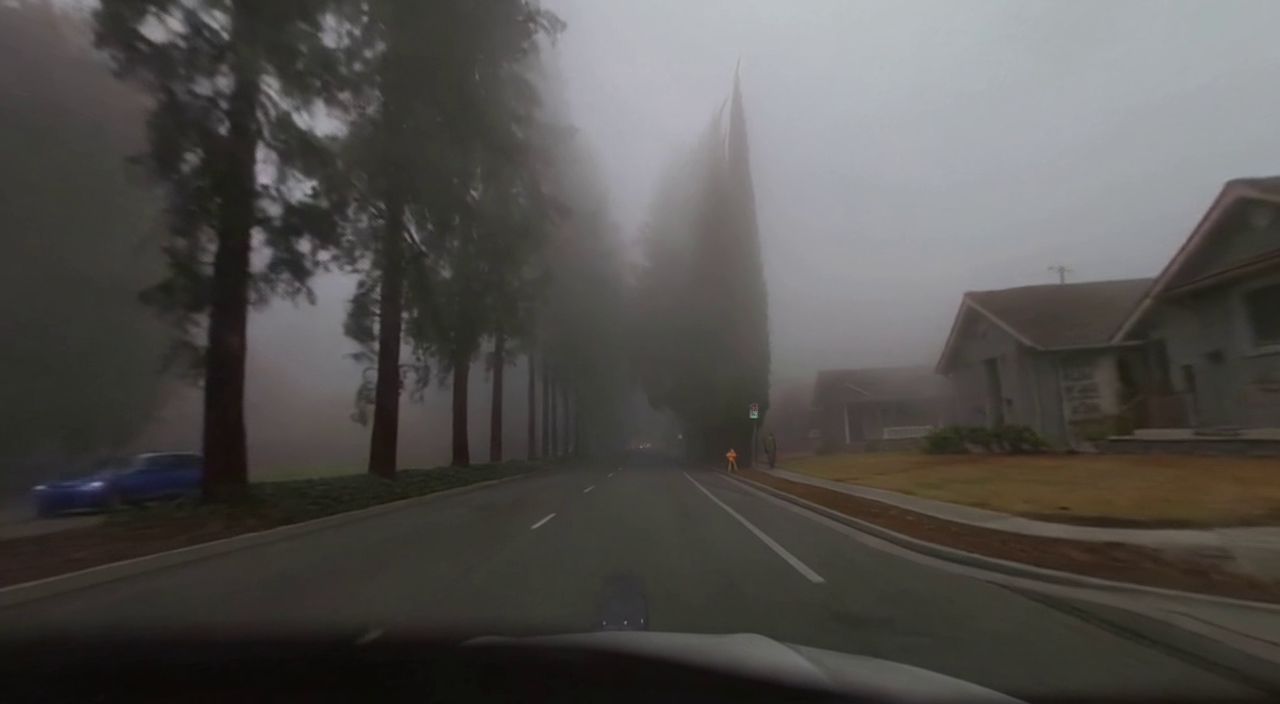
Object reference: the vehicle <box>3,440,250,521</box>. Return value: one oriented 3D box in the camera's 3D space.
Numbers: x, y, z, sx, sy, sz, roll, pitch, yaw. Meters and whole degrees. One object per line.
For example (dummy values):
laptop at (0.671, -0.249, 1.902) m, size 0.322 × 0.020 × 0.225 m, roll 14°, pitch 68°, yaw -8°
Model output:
vehicle at (-12.005, 2.988, 15.303) m, size 2.193 × 1.628 × 4.560 m, roll 0°, pitch -8°, yaw -1°
